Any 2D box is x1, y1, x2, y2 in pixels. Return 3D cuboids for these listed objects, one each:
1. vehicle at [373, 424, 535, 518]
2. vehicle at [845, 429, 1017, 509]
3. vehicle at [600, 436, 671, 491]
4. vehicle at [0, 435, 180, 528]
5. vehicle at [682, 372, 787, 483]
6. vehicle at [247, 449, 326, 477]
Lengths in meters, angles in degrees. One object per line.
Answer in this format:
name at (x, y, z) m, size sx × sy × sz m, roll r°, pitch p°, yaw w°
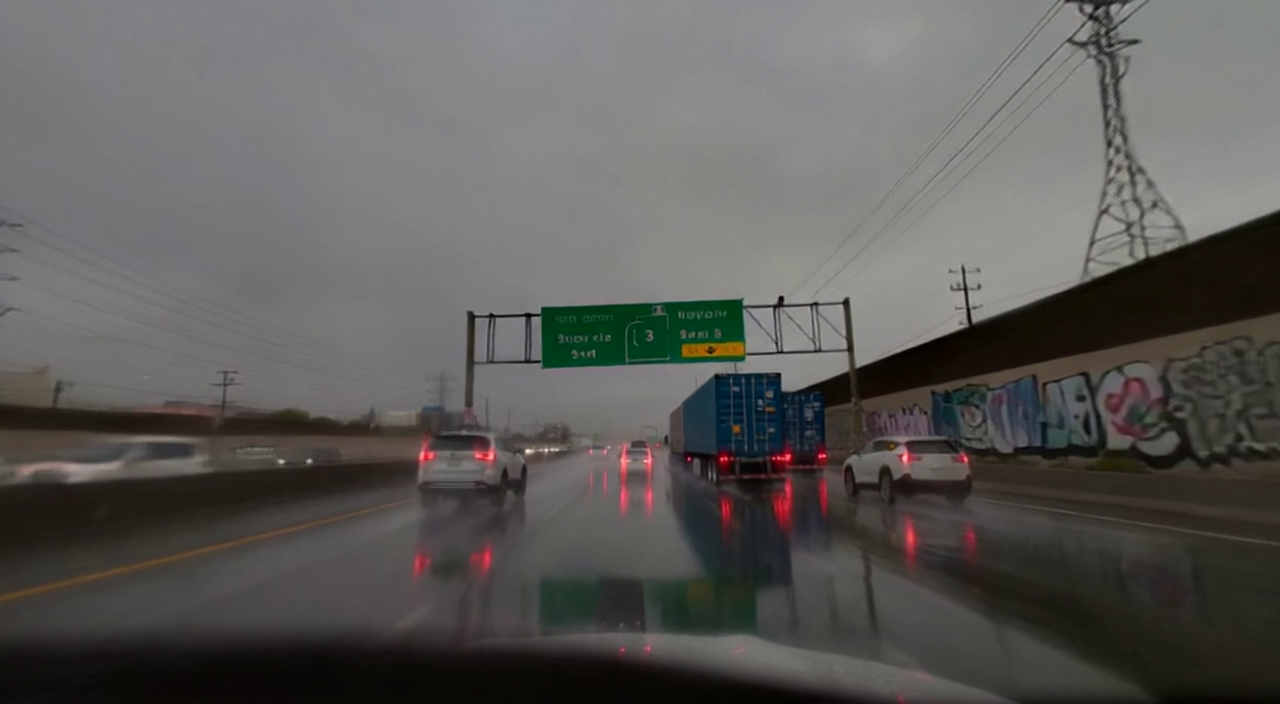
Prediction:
vehicle at (-4.001, 2.676, 14.640) m, size 2.264 × 1.804 × 4.584 m, roll 0°, pitch -9°, yaw 1°
vehicle at (7.146, 2.920, 16.205) m, size 2.202 × 1.731 × 4.628 m, roll 0°, pitch -9°, yaw 0°
vehicle at (-0.160, 3.781, 21.737) m, size 2.191 × 1.685 × 4.015 m, roll 0°, pitch -9°, yaw -1°
vehicle at (-11.601, 2.436, 12.351) m, size 1.904 × 1.518 × 4.443 m, roll 0°, pitch -9°, yaw -1°
vehicle at (3.847, 3.738, 29.591) m, size 2.800 × 4.039 × 13.179 m, roll 0°, pitch -9°, yaw 0°
vehicle at (-19.471, 6.113, 35.039) m, size 1.858 × 1.460 × 4.599 m, roll 0°, pitch -9°, yaw -2°
